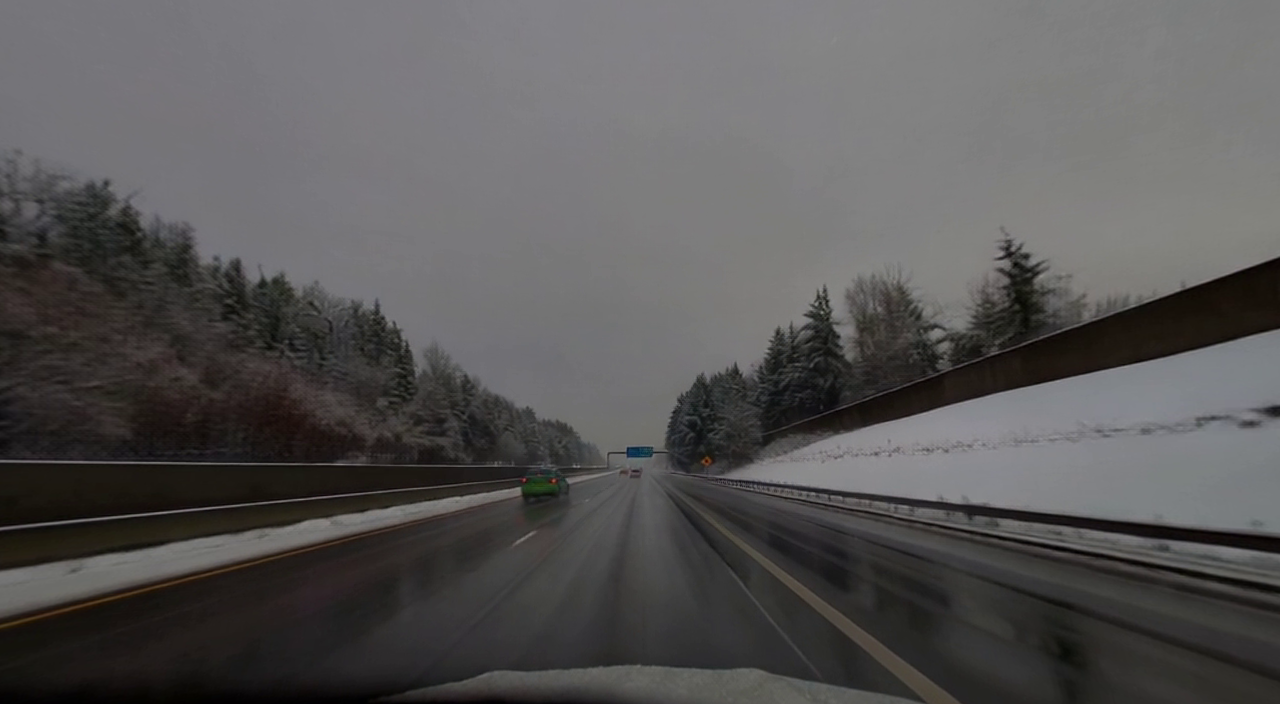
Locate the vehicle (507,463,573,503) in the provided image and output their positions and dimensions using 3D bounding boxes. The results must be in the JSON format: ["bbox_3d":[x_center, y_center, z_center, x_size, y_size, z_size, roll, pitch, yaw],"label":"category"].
[{"bbox_3d":[-3.962,5.291,25.631,2.006,1.469,4.050,1,-11,0],"label":"vehicle"}]

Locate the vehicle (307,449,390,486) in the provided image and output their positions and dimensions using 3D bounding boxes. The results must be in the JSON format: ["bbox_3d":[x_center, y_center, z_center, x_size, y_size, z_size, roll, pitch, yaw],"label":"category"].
[{"bbox_3d":[-13.485,5.415,29.474,1.850,1.575,4.224,1,-11,0],"label":"vehicle"}]
